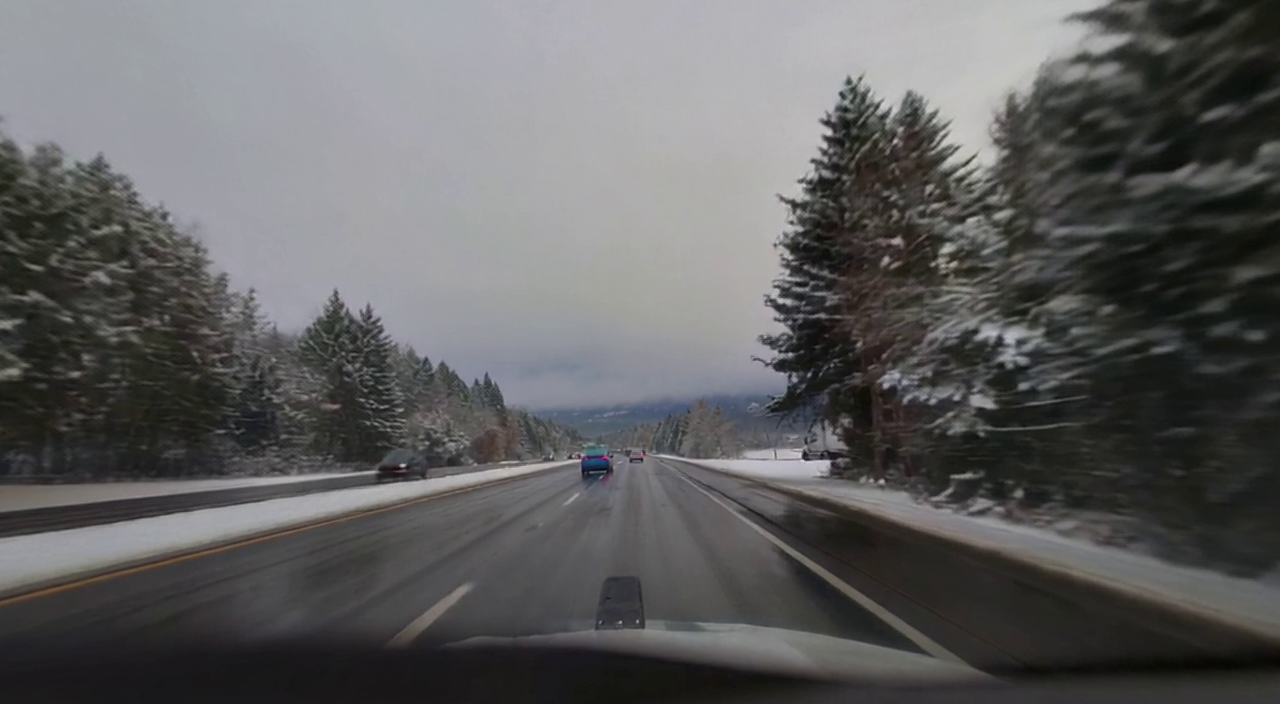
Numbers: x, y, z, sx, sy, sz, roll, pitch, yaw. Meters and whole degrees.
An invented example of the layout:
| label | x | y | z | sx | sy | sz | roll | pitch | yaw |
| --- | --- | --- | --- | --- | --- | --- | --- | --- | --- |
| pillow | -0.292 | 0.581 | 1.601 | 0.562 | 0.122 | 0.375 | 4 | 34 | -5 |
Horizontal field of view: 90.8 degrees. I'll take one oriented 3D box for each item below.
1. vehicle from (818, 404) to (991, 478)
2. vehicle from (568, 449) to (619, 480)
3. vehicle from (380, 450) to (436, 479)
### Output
| label | x | y | z | sx | sy | sz | roll | pitch | yaw |
| --- | --- | --- | --- | --- | --- | --- | --- | --- | --- |
| vehicle | 17.564 | 6.168 | 44.197 | 2.859 | 4.163 | 14.784 | -1 | -7 | -12 |
| vehicle | -2.305 | 5.790 | 32.853 | 2.170 | 1.451 | 4.584 | 0 | -9 | 2 |
| vehicle | -13.144 | 6.377 | 35.935 | 1.751 | 1.466 | 3.977 | -3 | -9 | -1 |
